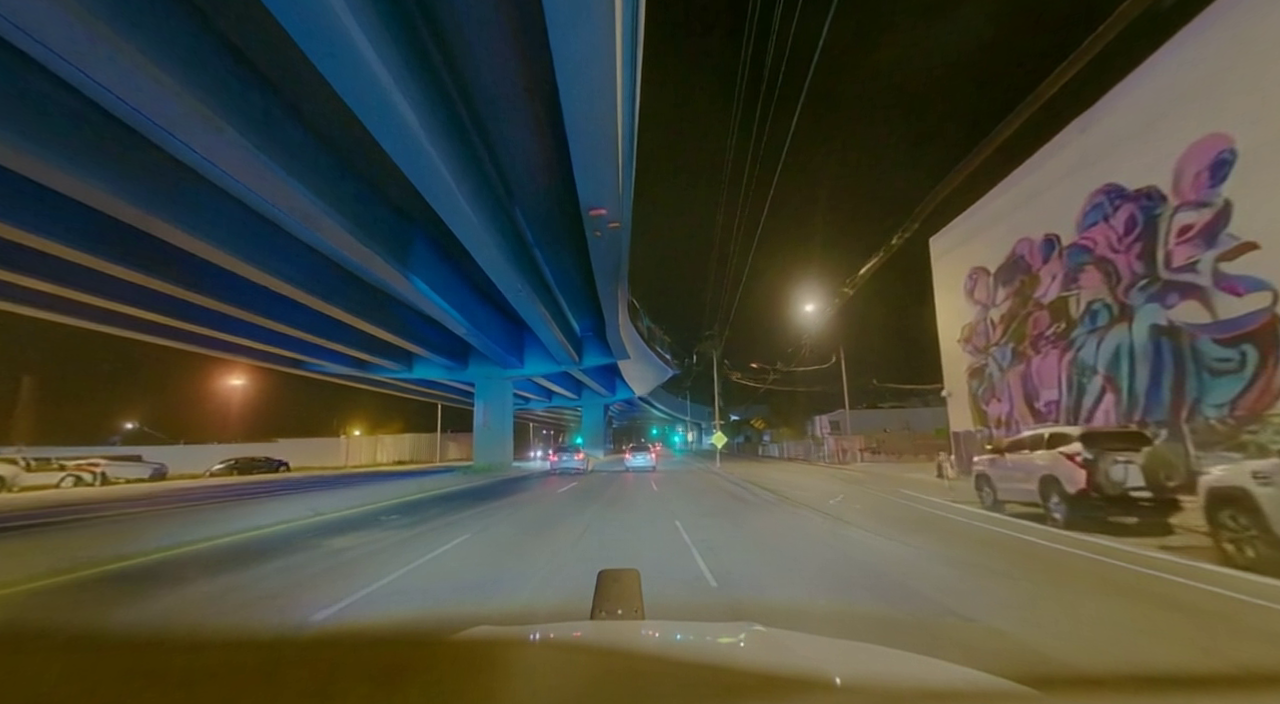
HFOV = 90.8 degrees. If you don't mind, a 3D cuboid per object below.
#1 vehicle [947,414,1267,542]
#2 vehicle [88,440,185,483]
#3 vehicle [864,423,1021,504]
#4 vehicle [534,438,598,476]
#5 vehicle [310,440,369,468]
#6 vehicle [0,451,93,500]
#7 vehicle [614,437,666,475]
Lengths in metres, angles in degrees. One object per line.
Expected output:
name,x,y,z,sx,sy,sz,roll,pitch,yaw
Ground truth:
vehicle,7.070,1.948,10.344,2.017,1.625,4.337,0,-9,2
vehicle,-30.565,6.606,38.565,1.933,2.393,4.896,0,-8,-3
vehicle,7.287,2.726,15.841,1.947,1.725,4.441,0,-8,4
vehicle,-3.188,4.627,28.165,2.024,1.533,4.549,-1,-8,4
vehicle,-22.582,7.702,47.694,1.980,1.951,5.105,0,-9,0
vehicle,-27.134,5.360,27.756,1.971,1.939,4.729,1,-9,-2
vehicle,0.038,4.603,28.092,2.155,1.571,3.734,0,-9,2
